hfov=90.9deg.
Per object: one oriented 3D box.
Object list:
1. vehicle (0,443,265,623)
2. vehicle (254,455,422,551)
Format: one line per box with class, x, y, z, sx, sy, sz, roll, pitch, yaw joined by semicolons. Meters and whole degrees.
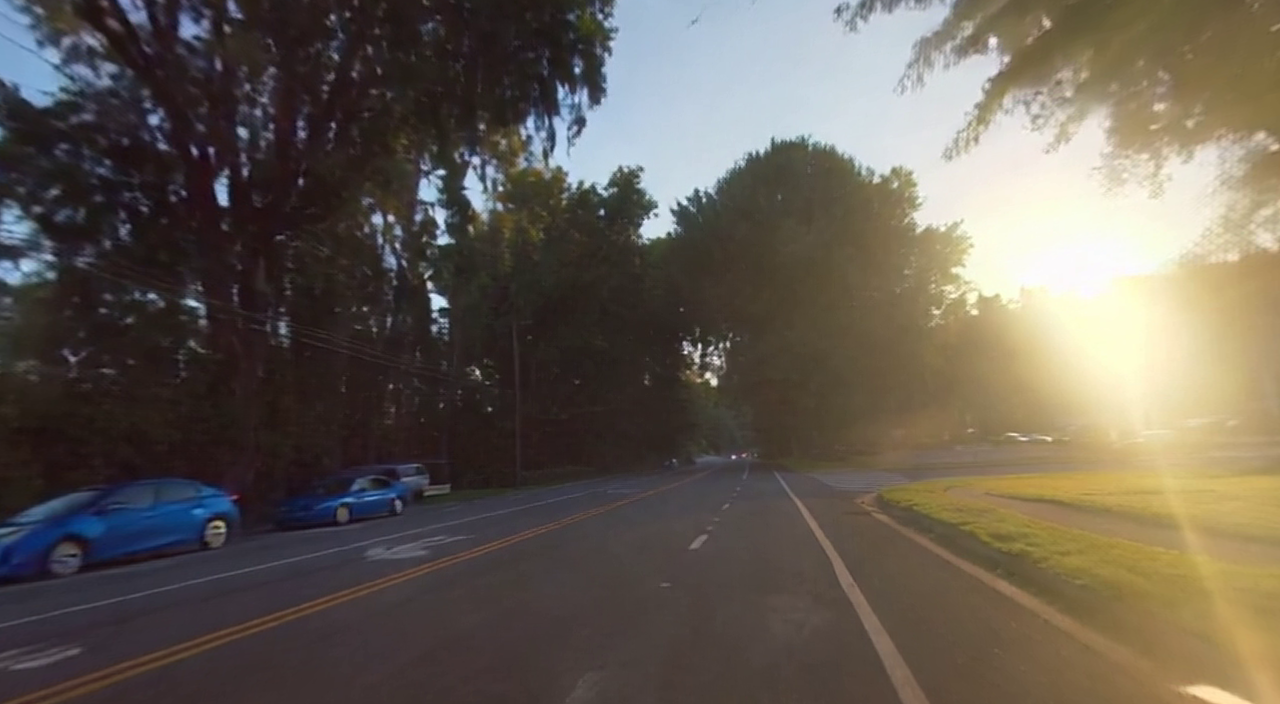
vehicle;-10.071;3.154;12.028;2.159;1.959;5.179;-6;-1;6
vehicle;-8.660;4.297;18.596;2.087;1.700;4.467;-6;-2;11
